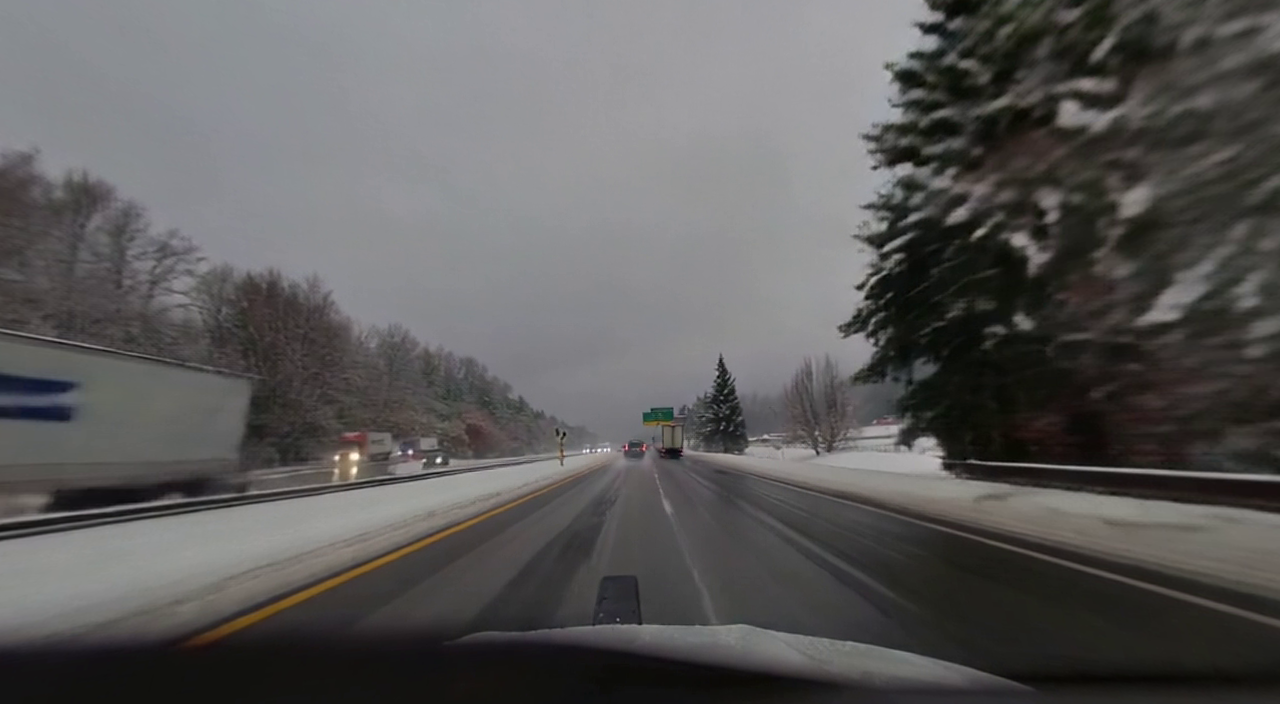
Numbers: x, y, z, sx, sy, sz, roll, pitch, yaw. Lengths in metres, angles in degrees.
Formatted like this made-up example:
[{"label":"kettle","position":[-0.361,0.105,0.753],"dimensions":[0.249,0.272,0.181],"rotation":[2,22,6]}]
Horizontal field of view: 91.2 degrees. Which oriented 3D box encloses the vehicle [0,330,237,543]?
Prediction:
[{"label":"vehicle","position":[-14.079,1.653,12.204],"dimensions":[3.063,4.134,14.156],"rotation":[0,-9,0]}]
